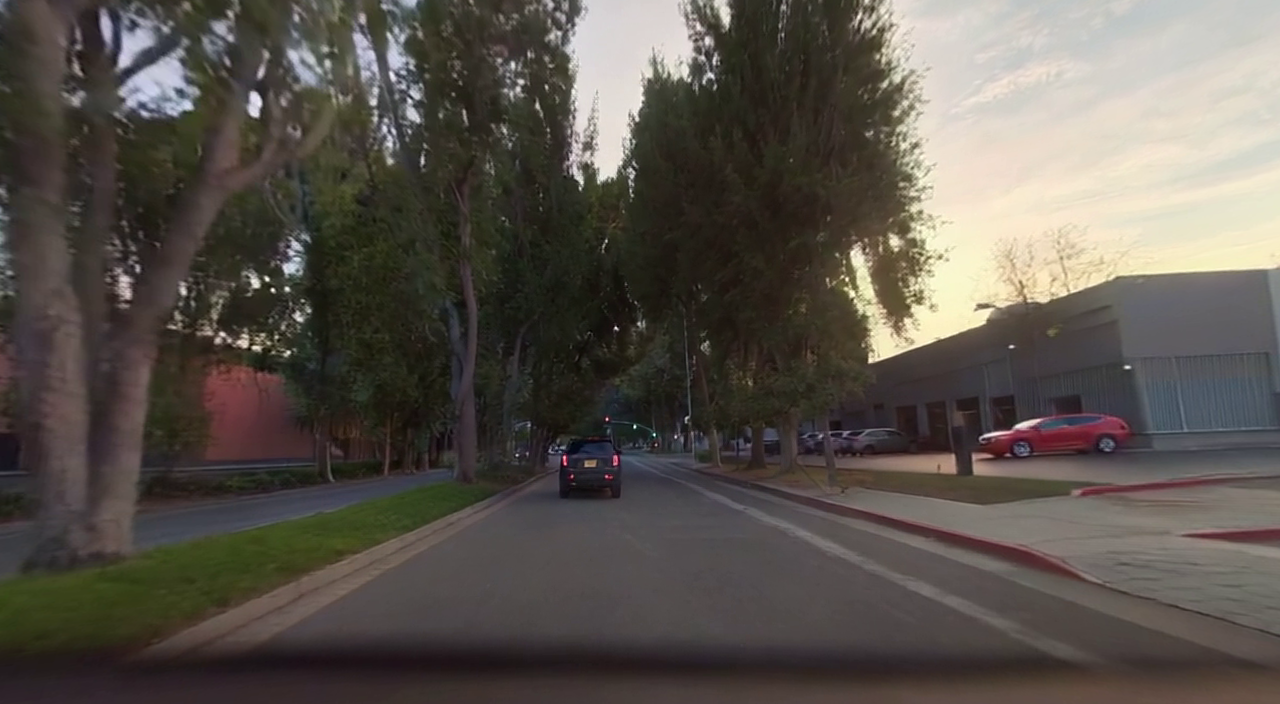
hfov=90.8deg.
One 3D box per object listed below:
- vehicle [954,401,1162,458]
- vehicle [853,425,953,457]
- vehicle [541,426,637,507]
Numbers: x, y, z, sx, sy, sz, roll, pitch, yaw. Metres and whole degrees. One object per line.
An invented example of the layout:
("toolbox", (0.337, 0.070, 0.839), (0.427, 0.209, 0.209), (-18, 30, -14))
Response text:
("vehicle", (12.717, 2.426, 19.489), (4.788, 1.625, 2.319), (0, -9, -3))
("vehicle", (12.444, 4.241, 30.040), (3.895, 1.451, 1.830), (0, -9, -4))
("vehicle", (-1.251, 3.037, 17.297), (2.157, 1.816, 5.804), (0, -8, -2))
